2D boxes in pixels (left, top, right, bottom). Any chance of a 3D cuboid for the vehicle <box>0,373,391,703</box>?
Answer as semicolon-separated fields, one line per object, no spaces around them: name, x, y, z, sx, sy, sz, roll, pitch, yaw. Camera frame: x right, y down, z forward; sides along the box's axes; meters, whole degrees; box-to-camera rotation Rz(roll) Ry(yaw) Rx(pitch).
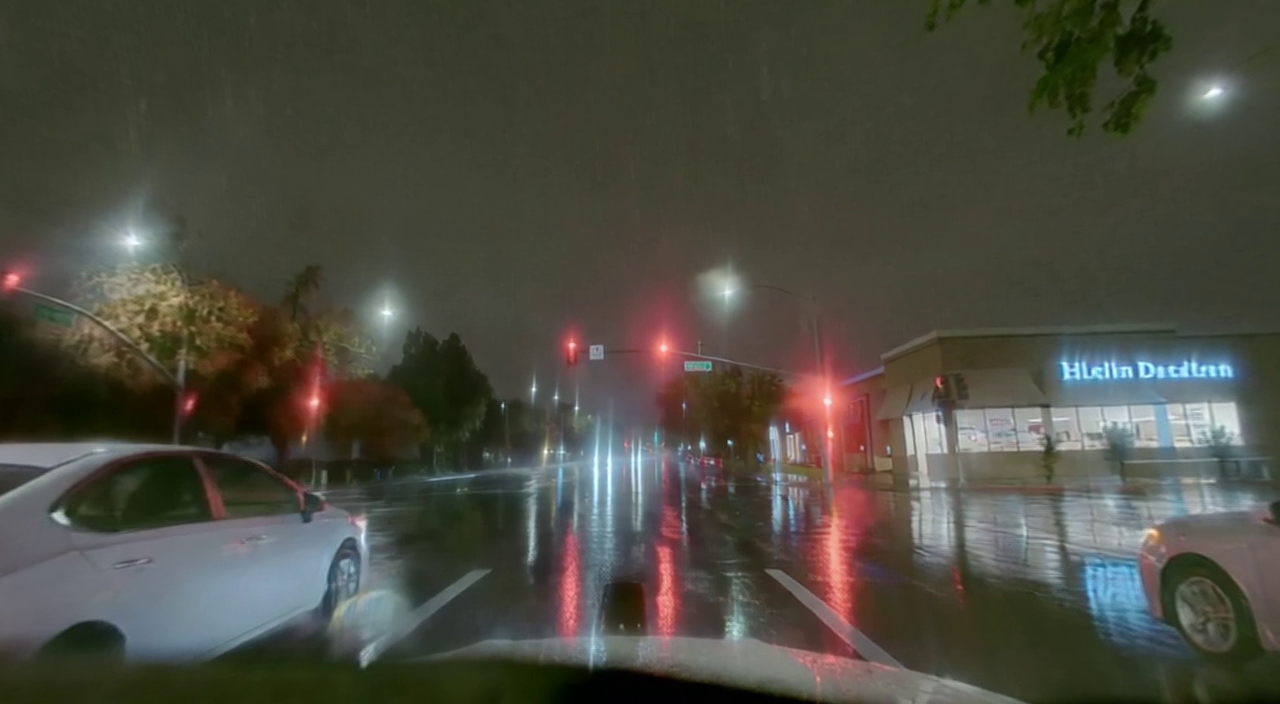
vehicle;-3.491;1.139;4.059;1.947;1.627;4.248;0;-9;1

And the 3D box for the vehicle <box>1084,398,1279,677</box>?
vehicle;4.850;1.015;3.112;2.039;1.655;4.495;0;-9;1
